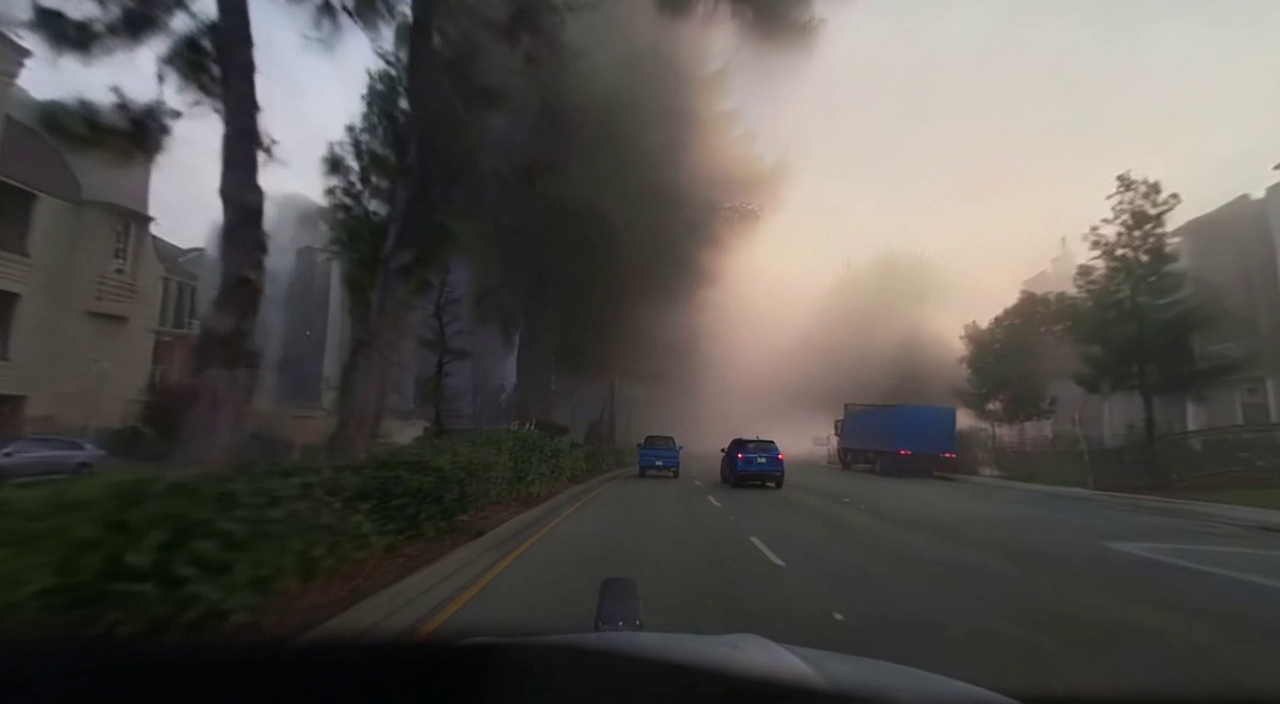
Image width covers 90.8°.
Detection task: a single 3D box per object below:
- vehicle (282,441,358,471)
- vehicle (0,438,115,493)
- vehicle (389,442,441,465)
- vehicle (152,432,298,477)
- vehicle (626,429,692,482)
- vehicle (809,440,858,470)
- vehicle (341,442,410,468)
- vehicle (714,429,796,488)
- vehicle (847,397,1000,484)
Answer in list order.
[{"bbox_3d":[-17.758,5.816,35.315,1.845,1.512,4.316,-2,-10,3],"label":"vehicle"},{"bbox_3d":[-18.401,3.311,18.281,2.008,1.487,5.078,-2,-10,1],"label":"vehicle"},{"bbox_3d":[-16.768,7.627,47.310,1.849,1.455,4.606,-2,-11,5],"label":"vehicle"},{"bbox_3d":[-18.245,4.658,28.272,2.272,1.746,5.914,-1,-11,3],"label":"vehicle"},{"bbox_3d":[0.822,4.066,25.045,2.345,1.841,5.032,0,-9,3],"label":"vehicle"},{"bbox_3d":[12.414,6.601,40.859,2.080,1.744,4.889,0,-8,6],"label":"vehicle"},{"bbox_3d":[-17.148,6.727,41.265,1.951,1.513,5.107,-3,-10,4],"label":"vehicle"},{"bbox_3d":[3.816,3.646,21.833,2.033,1.823,4.409,0,-9,0],"label":"vehicle"},{"bbox_3d":[11.707,3.825,27.077,3.705,3.221,6.779,0,-9,3],"label":"vehicle"}]
